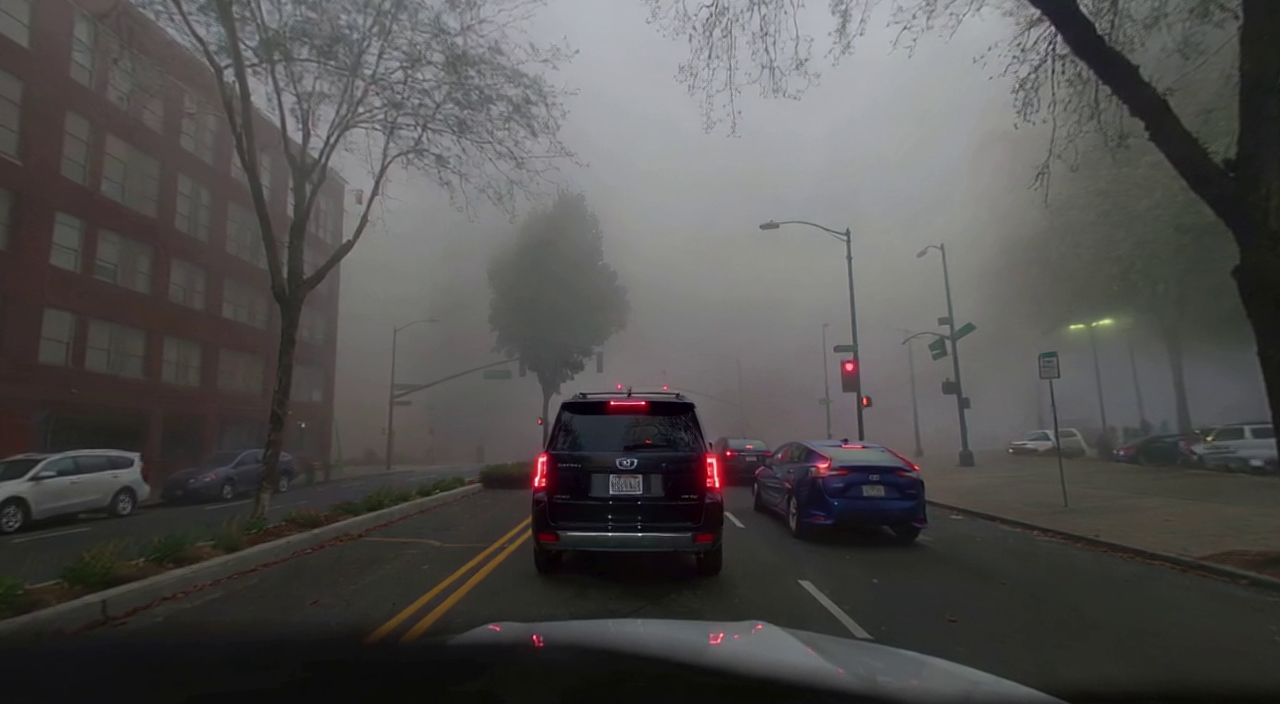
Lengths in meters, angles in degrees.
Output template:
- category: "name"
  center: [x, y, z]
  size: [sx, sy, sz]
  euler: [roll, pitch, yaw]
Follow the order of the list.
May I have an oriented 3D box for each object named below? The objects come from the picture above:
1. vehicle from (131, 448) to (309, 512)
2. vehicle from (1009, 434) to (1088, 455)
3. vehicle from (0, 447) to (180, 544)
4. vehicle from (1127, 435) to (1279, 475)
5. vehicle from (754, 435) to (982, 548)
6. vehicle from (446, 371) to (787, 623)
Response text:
- category: "vehicle"
  center: [-12.460, 3.786, 19.134]
  size: [2.207, 1.648, 4.675]
  euler: [0, -8, -1]
- category: "vehicle"
  center: [31.305, 7.098, 48.149]
  size: [5.224, 1.515, 2.164]
  euler: [3, -9, -18]
- category: "vehicle"
  center: [-12.533, 2.915, 13.468]
  size: [1.891, 1.723, 4.360]
  euler: [0, -8, 1]
- category: "vehicle"
  center: [22.176, 4.049, 24.956]
  size: [4.055, 1.469, 1.848]
  euler: [-4, -9, 26]
- category: "vehicle"
  center: [3.289, 2.086, 10.099]
  size: [2.056, 1.422, 4.130]
  euler: [0, -8, -1]
- category: "vehicle"
  center: [-0.163, 1.361, 6.773]
  size: [2.453, 1.816, 4.300]
  euler: [0, -8, 0]
